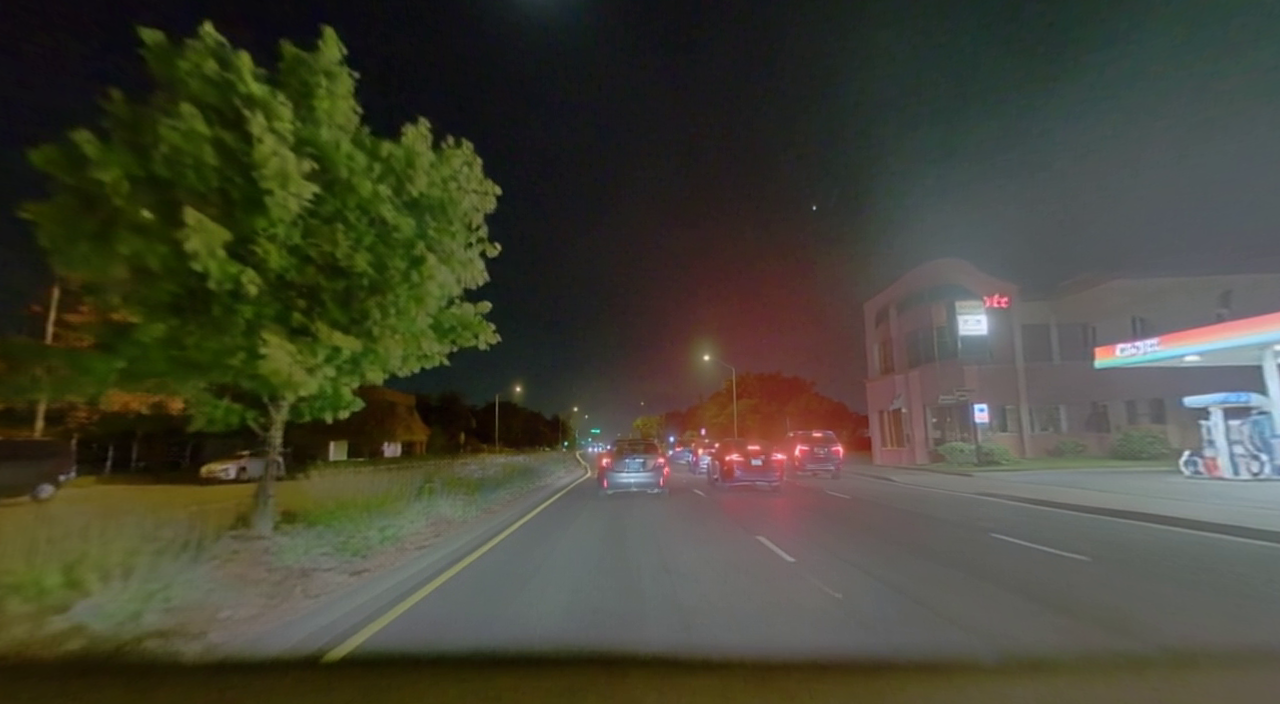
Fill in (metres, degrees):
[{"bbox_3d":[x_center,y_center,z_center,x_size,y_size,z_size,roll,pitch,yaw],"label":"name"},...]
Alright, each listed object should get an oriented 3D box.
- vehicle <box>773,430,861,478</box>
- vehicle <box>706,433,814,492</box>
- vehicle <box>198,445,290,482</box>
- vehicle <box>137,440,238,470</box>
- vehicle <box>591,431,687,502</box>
[{"bbox_3d":[7.136,4.182,26.129,2.117,1.757,4.969,0,-8,-1],"label":"vehicle"},{"bbox_3d":[3.296,3.162,18.432,2.124,1.476,4.730,0,-8,-1],"label":"vehicle"},{"bbox_3d":[-19.320,5.430,31.077,1.903,1.706,3.994,0,-8,0],"label":"vehicle"},{"bbox_3d":[-28.163,6.401,39.447,4.699,1.775,2.007,0,-9,1],"label":"vehicle"},{"bbox_3d":[-0.012,2.730,15.384,2.052,1.488,3.779,0,-8,0],"label":"vehicle"}]
